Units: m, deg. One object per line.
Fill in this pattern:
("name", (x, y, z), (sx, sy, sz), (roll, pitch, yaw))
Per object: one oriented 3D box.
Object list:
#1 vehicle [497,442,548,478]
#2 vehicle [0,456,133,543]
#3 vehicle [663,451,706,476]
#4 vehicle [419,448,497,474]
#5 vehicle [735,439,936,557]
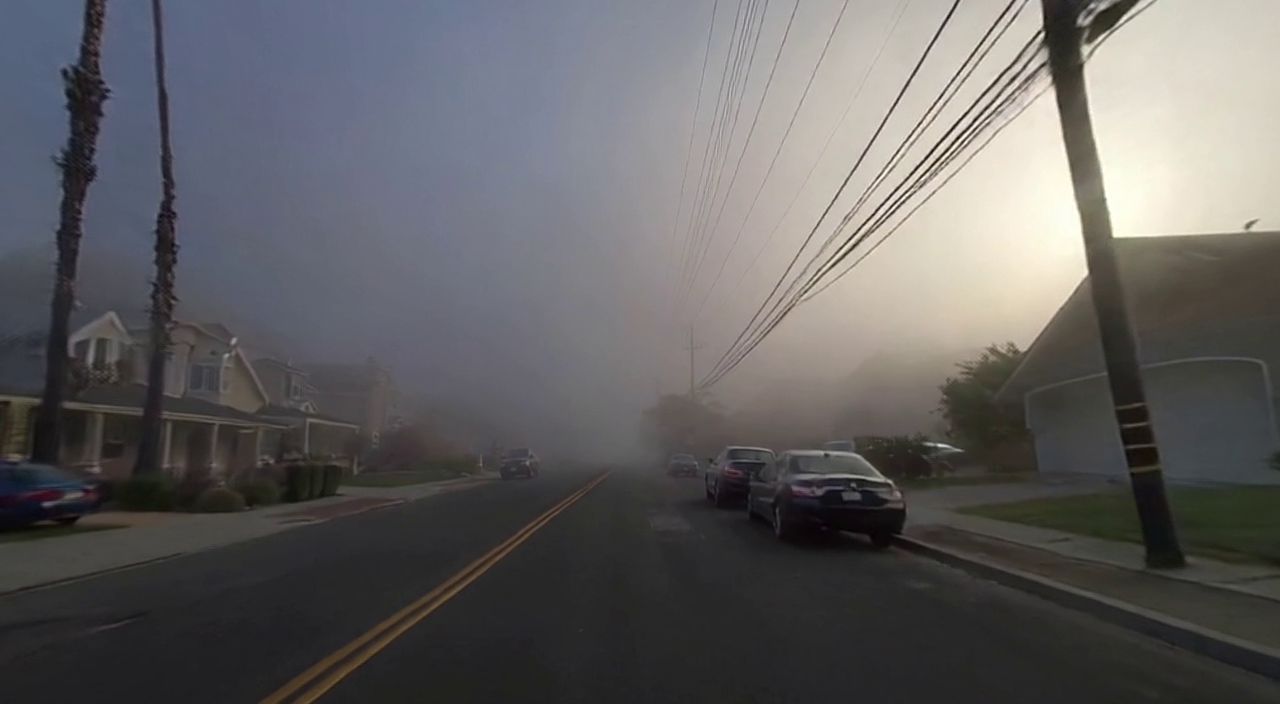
("vehicle", (-6.932, 6.504, 37.690), (2.156, 1.932, 4.518), (-2, -11, 1))
("vehicle", (-12.331, 2.662, 11.731), (4.274, 1.422, 1.797), (0, -8, 2))
("vehicle", (2.453, 6.264, 35.592), (1.827, 1.286, 3.684), (1, -8, -5))
("vehicle", (-12.120, 7.289, 42.320), (4.529, 1.677, 2.204), (0, -8, 0))
("vehicle", (2.788, 2.145, 10.008), (1.870, 1.490, 3.802), (0, -8, -2))
